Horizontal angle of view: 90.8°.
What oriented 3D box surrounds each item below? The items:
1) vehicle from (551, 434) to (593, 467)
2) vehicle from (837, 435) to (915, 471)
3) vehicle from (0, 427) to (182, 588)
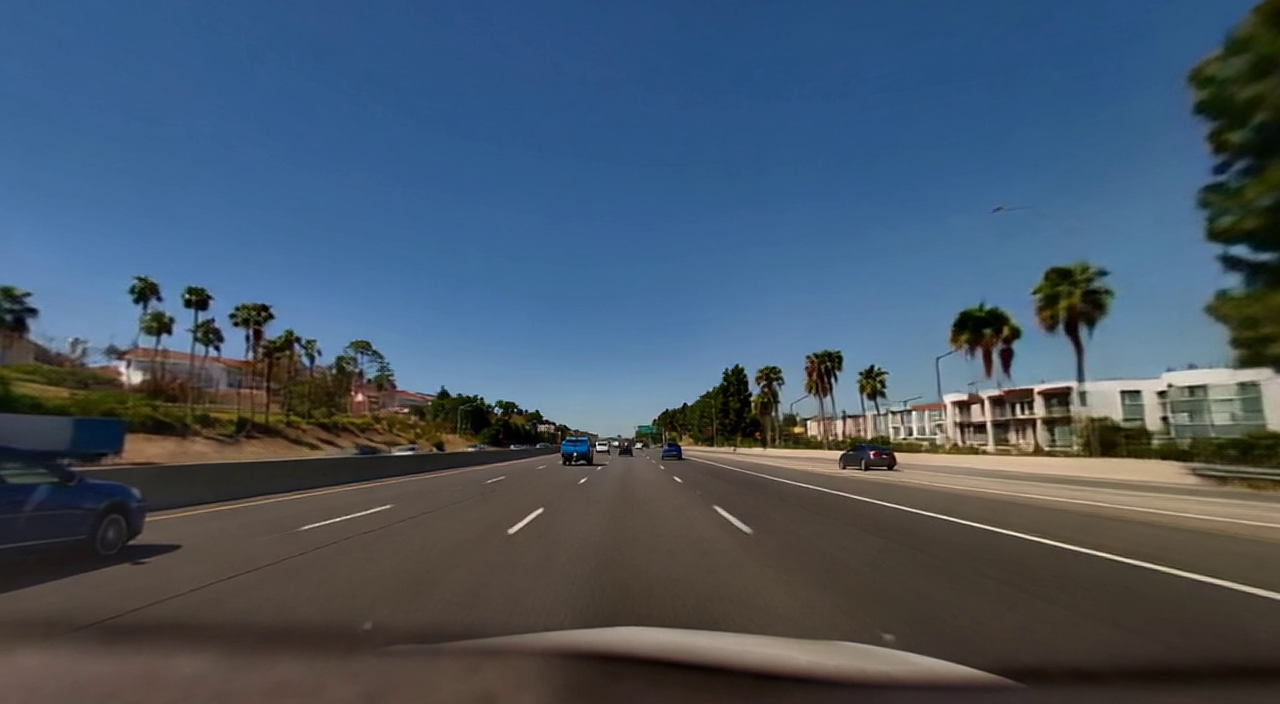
[{"bbox_3d":[-4.341,6.408,41.042,2.225,1.967,4.673,0,-9,0],"label":"vehicle"},{"bbox_3d":[12.412,5.363,33.638,2.168,1.792,4.457,0,-9,-4],"label":"vehicle"},{"bbox_3d":[-6.950,1.404,5.606,2.018,1.480,4.999,0,-9,0],"label":"vehicle"}]
